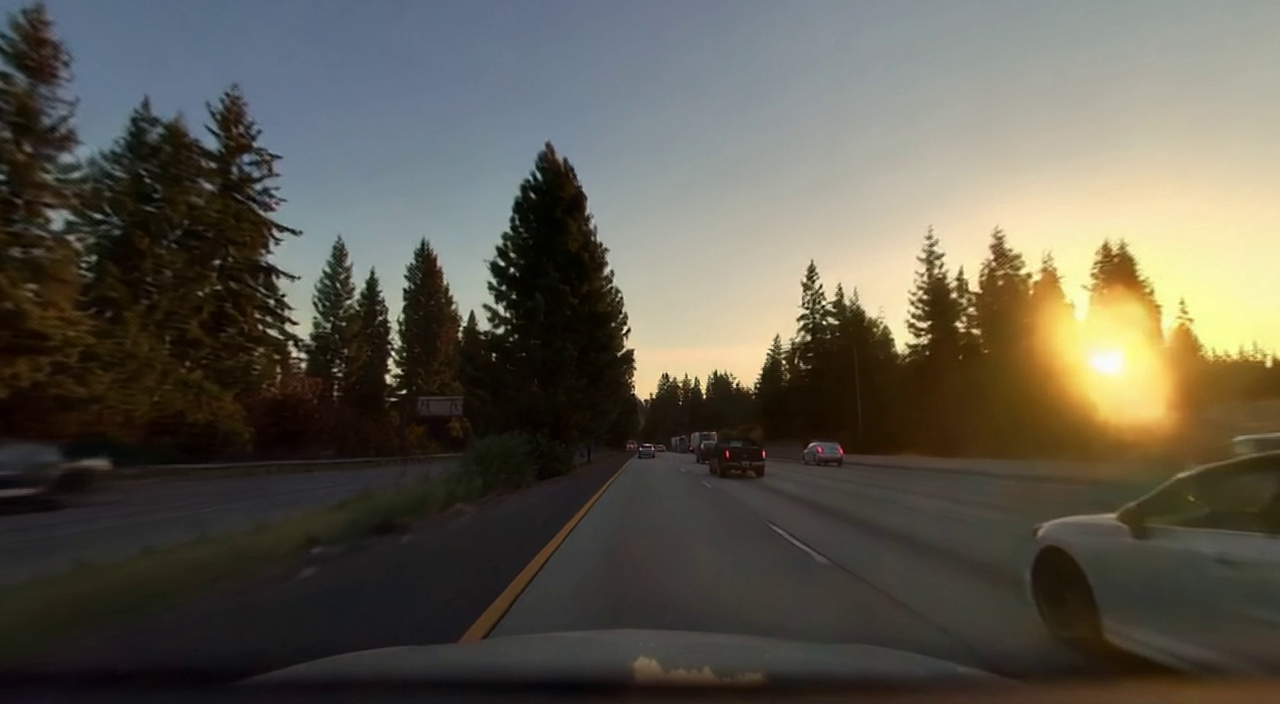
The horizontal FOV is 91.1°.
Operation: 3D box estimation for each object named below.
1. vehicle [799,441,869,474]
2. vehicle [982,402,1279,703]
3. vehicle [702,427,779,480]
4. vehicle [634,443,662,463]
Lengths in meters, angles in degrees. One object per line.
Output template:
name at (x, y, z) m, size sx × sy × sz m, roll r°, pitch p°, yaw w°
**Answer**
vehicle at (9.425, 5.160, 30.923) m, size 2.002 × 1.500 × 4.715 m, roll -1°, pitch -9°, yaw 1°
vehicle at (3.393, 0.860, 2.019) m, size 1.904 × 1.453 × 4.789 m, roll -1°, pitch -9°, yaw 0°
vehicle at (3.916, 4.123, 25.637) m, size 2.206 × 1.902 × 5.460 m, roll -1°, pitch -9°, yaw 0°
vehicle at (0.613, 7.846, 48.939) m, size 2.052 × 1.472 × 4.295 m, roll -1°, pitch -9°, yaw 0°
